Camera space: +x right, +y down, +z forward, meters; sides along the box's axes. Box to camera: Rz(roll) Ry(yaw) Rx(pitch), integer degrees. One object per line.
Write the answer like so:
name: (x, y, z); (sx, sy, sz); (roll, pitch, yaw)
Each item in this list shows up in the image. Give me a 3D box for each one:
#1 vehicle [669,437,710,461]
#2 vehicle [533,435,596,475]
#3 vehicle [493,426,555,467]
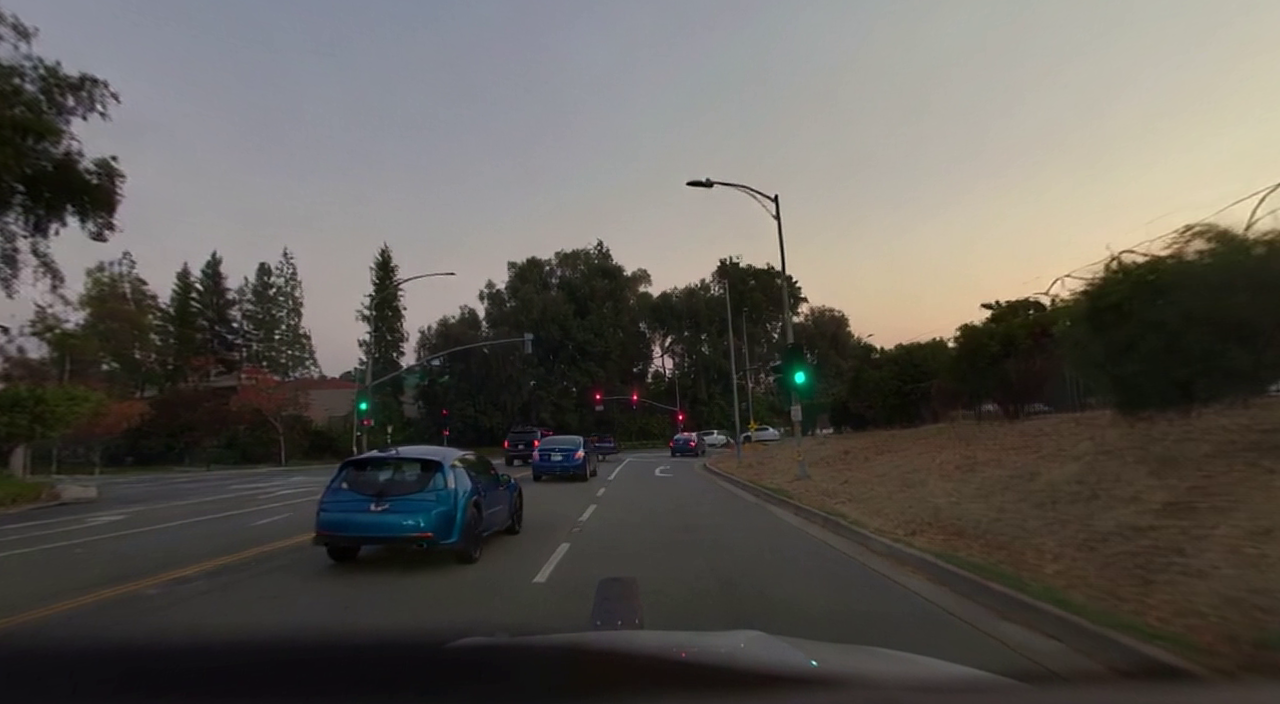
vehicle: (3.170, 6.117, 40.007); (1.945, 1.410, 4.284); (-2, -9, 13)
vehicle: (-2.991, 4.193, 25.911); (1.979, 1.492, 3.930); (0, -9, 1)
vehicle: (-6.159, 5.100, 34.245); (2.390, 2.020, 5.085); (0, -9, 0)
